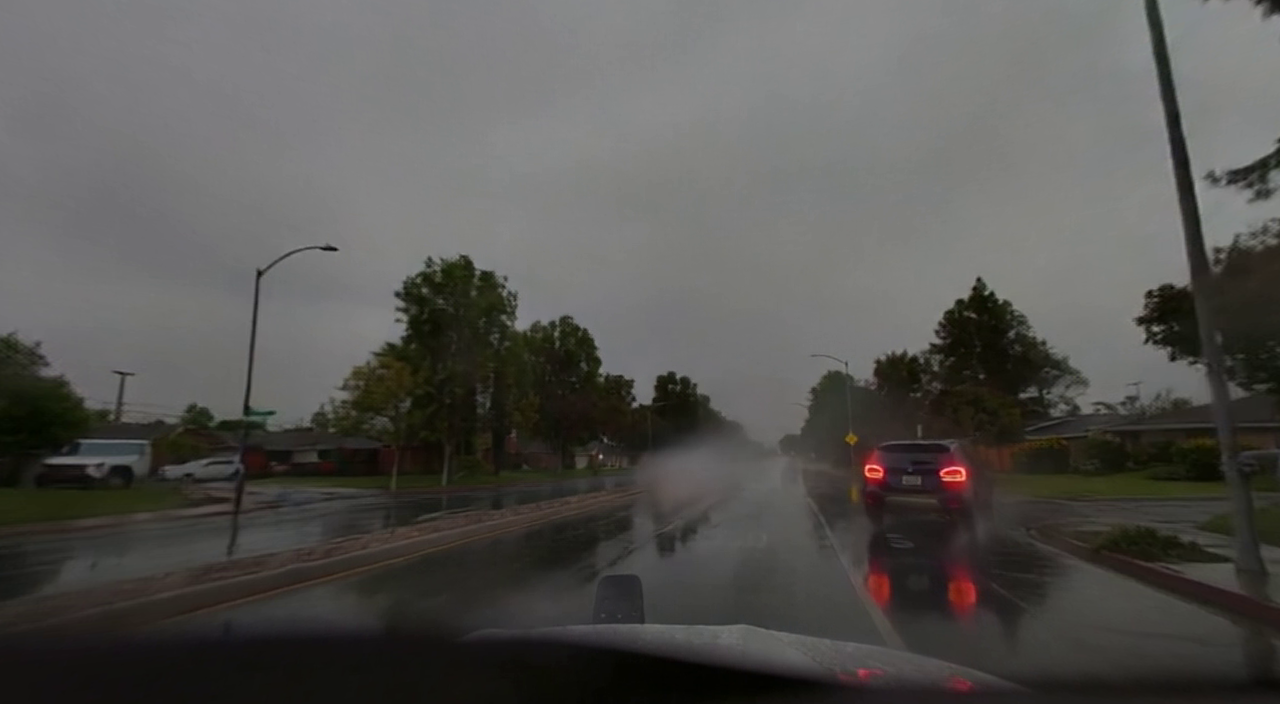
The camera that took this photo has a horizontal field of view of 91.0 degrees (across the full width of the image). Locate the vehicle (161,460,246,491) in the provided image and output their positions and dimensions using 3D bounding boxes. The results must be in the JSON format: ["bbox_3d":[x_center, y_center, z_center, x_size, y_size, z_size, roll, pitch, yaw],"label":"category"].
[{"bbox_3d":[-28.646,8.117,41.494,1.918,1.796,4.703,-1,-9,6],"label":"vehicle"}]

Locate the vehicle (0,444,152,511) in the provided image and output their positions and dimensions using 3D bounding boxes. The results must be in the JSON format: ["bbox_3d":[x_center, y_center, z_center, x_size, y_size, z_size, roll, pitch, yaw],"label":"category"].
[{"bbox_3d":[-25.340,5.504,28.073,2.329,2.631,5.560,-2,-9,5],"label":"vehicle"}]

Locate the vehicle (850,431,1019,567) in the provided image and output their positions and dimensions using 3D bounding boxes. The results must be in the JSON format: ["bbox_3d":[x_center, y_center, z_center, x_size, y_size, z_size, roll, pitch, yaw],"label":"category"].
[{"bbox_3d":[5.169,2.284,10.687,2.018,1.733,4.546,-5,-10,31],"label":"vehicle"}]
